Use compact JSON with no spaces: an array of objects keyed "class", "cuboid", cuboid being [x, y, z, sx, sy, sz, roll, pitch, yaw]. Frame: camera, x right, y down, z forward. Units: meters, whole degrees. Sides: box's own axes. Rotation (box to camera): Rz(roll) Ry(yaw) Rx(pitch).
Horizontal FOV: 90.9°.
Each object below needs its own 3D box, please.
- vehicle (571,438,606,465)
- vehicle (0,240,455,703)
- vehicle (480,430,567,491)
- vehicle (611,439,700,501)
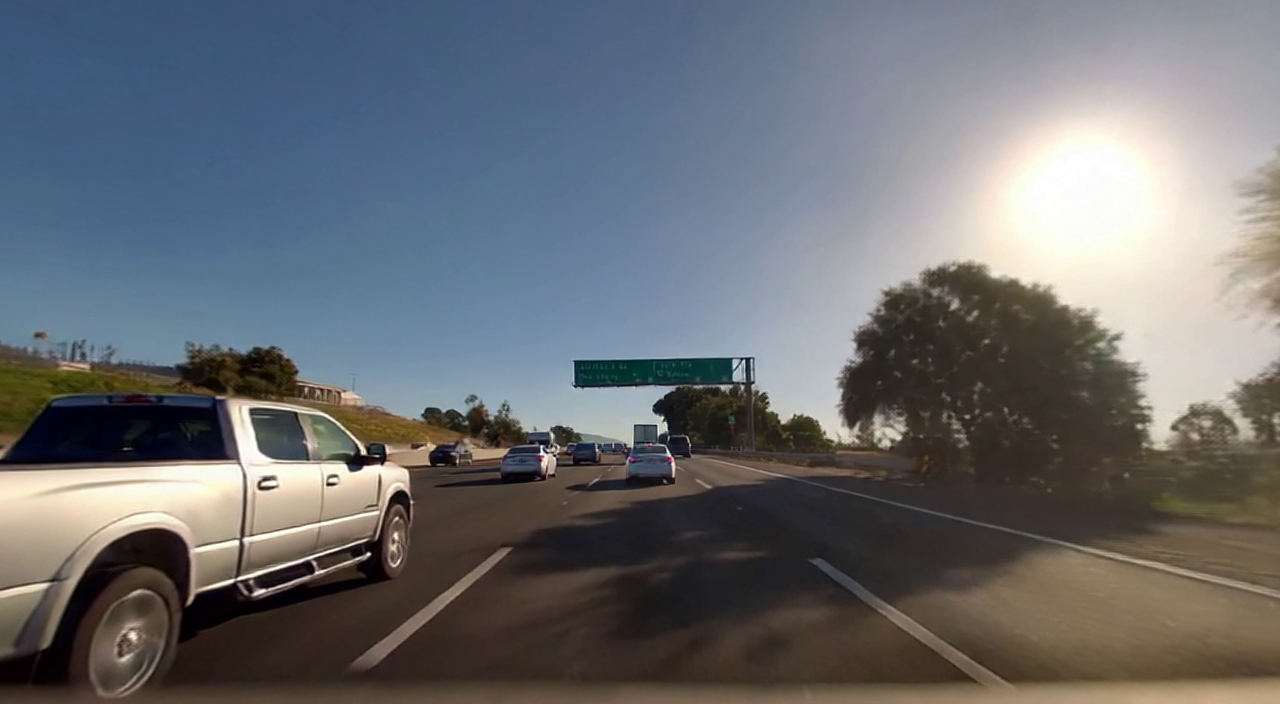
[{"class":"vehicle","cuboid":[-3.306,6.508,41.465,1.897,1.646,4.049,0,-8,1]},{"class":"vehicle","cuboid":[-3.390,0.959,4.422,2.269,2.060,5.933,0,-8,1]},{"class":"vehicle","cuboid":[-3.570,3.398,20.123,1.903,1.721,4.210,0,-8,1]},{"class":"vehicle","cuboid":[0.372,3.047,16.740,2.054,1.421,4.090,0,-8,0]}]
